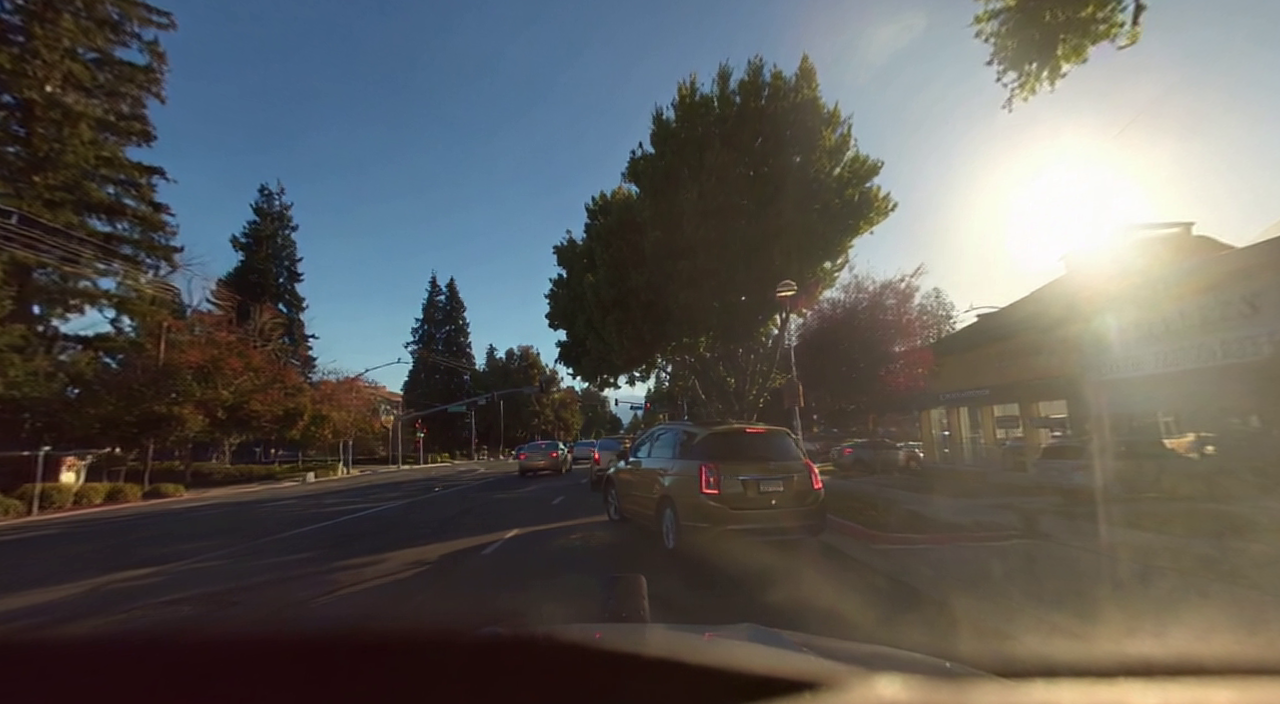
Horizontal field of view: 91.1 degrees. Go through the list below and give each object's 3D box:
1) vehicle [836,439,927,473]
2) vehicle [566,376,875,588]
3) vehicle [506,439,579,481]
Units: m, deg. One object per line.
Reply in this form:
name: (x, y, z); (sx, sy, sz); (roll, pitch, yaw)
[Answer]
vehicle: (12.130, 5.216, 31.598); (3.811, 1.557, 1.800); (1, -9, -10)
vehicle: (0.628, 1.568, 8.409); (2.052, 1.955, 4.642); (3, -9, -21)
vehicle: (-3.657, 4.162, 24.441); (2.026, 1.466, 4.282); (0, -8, 2)
